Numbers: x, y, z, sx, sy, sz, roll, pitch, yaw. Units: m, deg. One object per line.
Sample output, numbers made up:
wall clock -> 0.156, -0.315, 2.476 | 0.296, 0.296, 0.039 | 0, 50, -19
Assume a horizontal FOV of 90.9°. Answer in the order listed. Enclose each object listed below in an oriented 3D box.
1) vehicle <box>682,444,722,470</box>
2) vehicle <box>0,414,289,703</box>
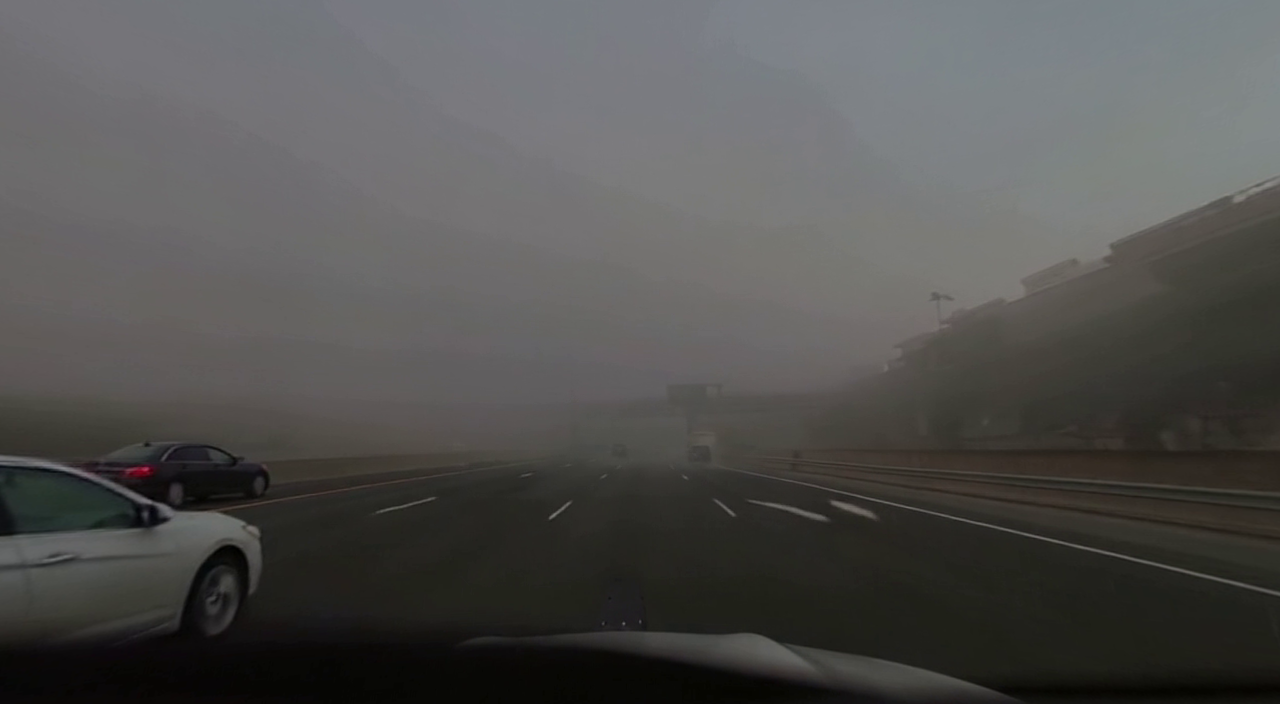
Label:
vehicle -> 3.841, 6.597, 39.935 | 2.059, 1.509, 4.670 | 0, -8, 0
vehicle -> -3.766, 1.012, 2.677 | 1.990, 1.477, 4.308 | 0, -8, 1
